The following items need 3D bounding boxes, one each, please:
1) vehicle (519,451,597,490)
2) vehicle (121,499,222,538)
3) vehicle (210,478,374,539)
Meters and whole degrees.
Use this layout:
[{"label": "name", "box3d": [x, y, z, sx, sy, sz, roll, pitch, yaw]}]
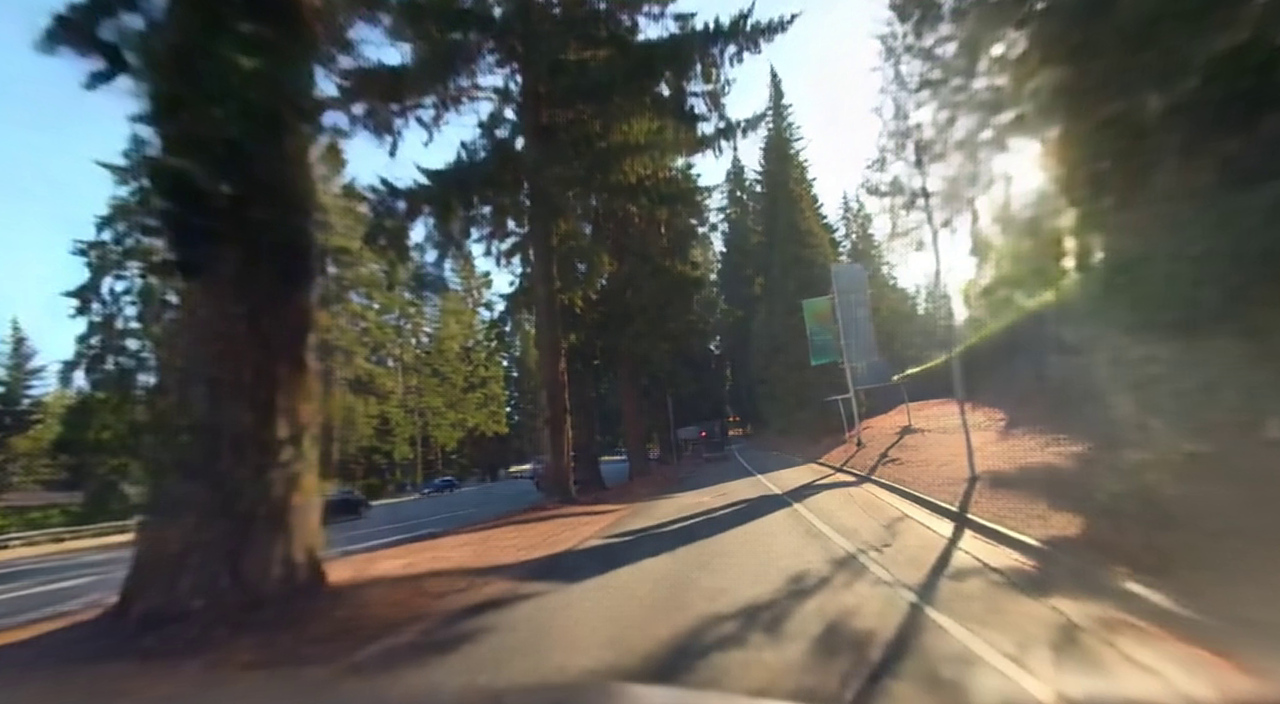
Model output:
[{"label": "vehicle", "box3d": [-3.990, 5.868, 31.600, 2.049, 1.699, 4.860, -3, -9, 16]}, {"label": "vehicle", "box3d": [-25.471, 9.034, 34.519, 1.867, 1.592, 4.065, -3, -9, 14]}, {"label": "vehicle", "box3d": [-11.515, 5.163, 21.375, 1.886, 1.535, 4.742, -4, -9, 18]}]
